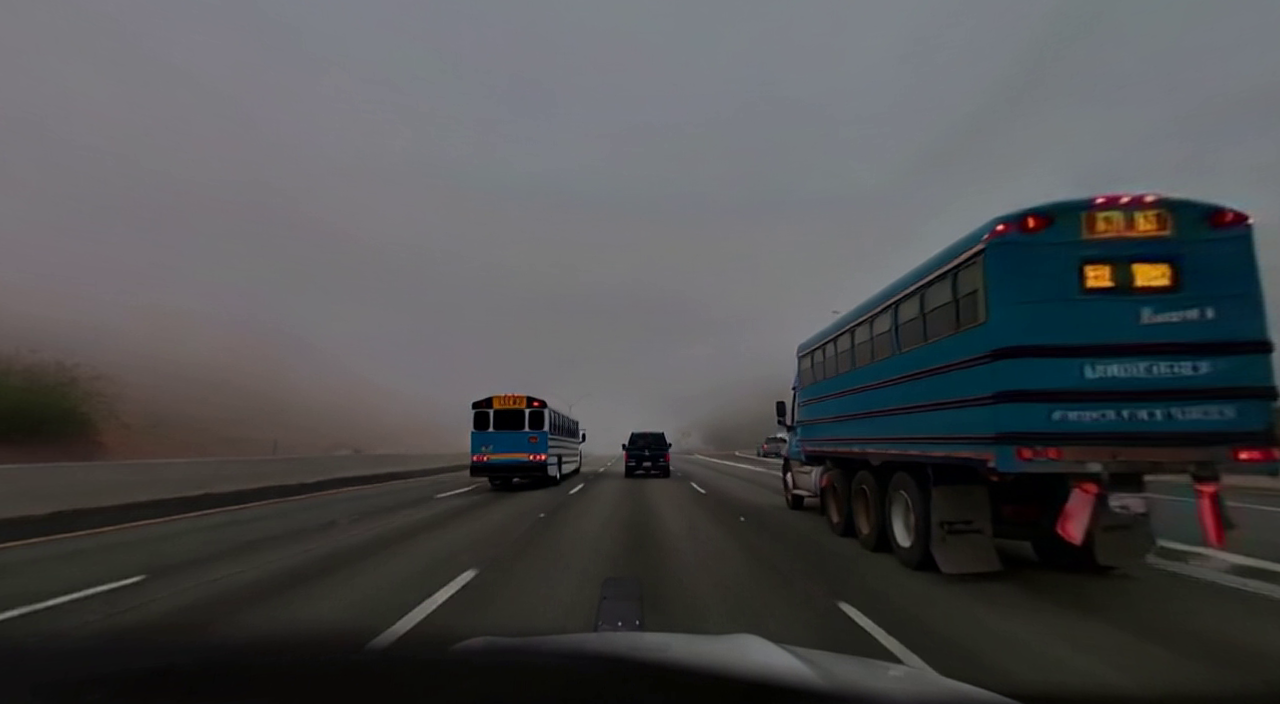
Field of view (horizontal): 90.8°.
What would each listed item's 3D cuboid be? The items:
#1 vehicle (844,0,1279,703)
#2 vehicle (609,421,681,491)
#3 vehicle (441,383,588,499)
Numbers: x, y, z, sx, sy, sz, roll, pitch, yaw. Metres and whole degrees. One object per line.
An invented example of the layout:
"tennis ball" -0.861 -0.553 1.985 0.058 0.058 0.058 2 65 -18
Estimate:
"vehicle" 4.209 -0.397 1.468 3.006 4.101 13.245 0 -8 0
"vehicle" 0.113 3.243 19.964 2.037 1.929 4.343 0 -8 -1
"vehicle" -3.605 2.896 20.567 2.947 3.009 7.991 -1 -8 1
